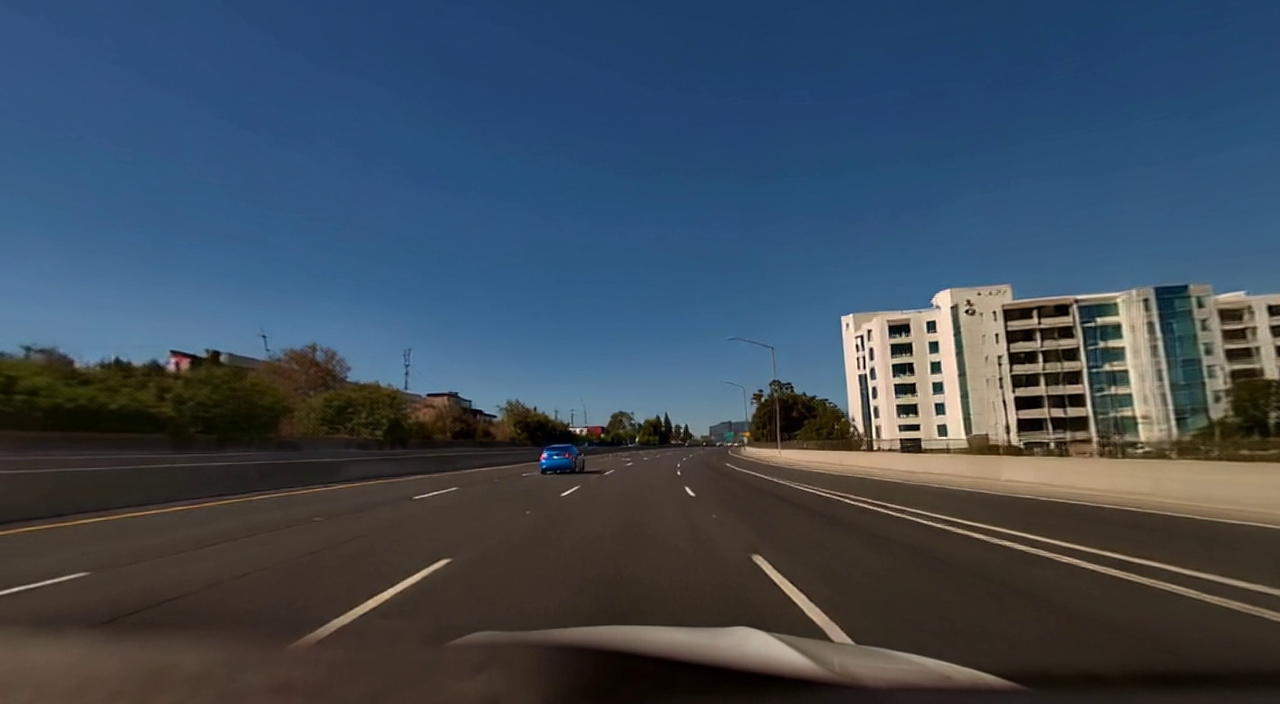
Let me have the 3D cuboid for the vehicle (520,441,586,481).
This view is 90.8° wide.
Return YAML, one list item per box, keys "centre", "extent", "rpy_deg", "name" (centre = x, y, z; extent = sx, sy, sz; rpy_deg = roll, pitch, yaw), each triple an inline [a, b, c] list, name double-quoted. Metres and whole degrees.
- centre: [-3.697, 4.739, 27.718]
  extent: [2.087, 1.566, 4.756]
  rpy_deg: [-1, -9, 2]
  name: "vehicle"
